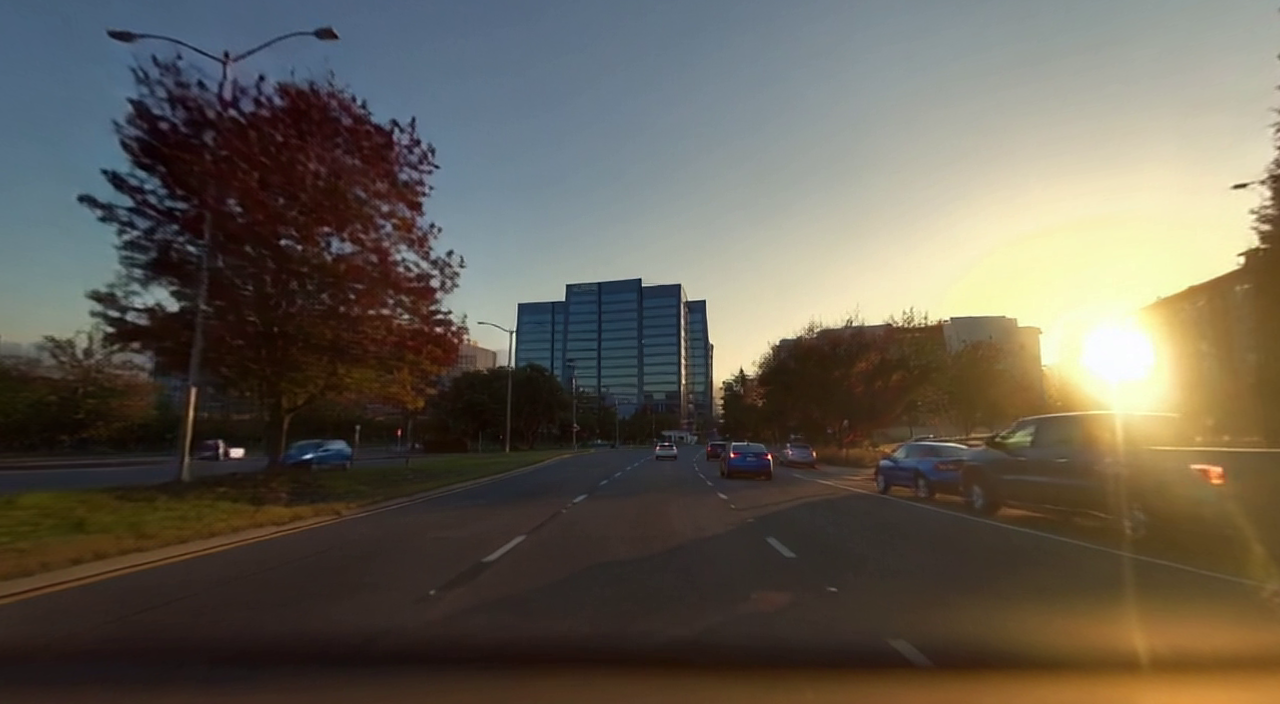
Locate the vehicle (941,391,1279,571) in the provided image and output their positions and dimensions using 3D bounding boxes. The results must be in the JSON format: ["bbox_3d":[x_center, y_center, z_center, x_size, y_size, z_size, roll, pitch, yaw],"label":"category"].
[{"bbox_3d":[7.704,1.912,10.329,2.410,1.997,6.477,0,-8,1],"label":"vehicle"}]

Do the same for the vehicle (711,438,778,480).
[{"bbox_3d":[4.074,4.257,25.348,1.981,1.499,4.536,0,-8,1],"label":"vehicle"}]

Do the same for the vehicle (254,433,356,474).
[{"bbox_3d":[-13.820,4.201,26.298,1.862,1.551,4.265,-1,-8,1],"label":"vehicle"}]
